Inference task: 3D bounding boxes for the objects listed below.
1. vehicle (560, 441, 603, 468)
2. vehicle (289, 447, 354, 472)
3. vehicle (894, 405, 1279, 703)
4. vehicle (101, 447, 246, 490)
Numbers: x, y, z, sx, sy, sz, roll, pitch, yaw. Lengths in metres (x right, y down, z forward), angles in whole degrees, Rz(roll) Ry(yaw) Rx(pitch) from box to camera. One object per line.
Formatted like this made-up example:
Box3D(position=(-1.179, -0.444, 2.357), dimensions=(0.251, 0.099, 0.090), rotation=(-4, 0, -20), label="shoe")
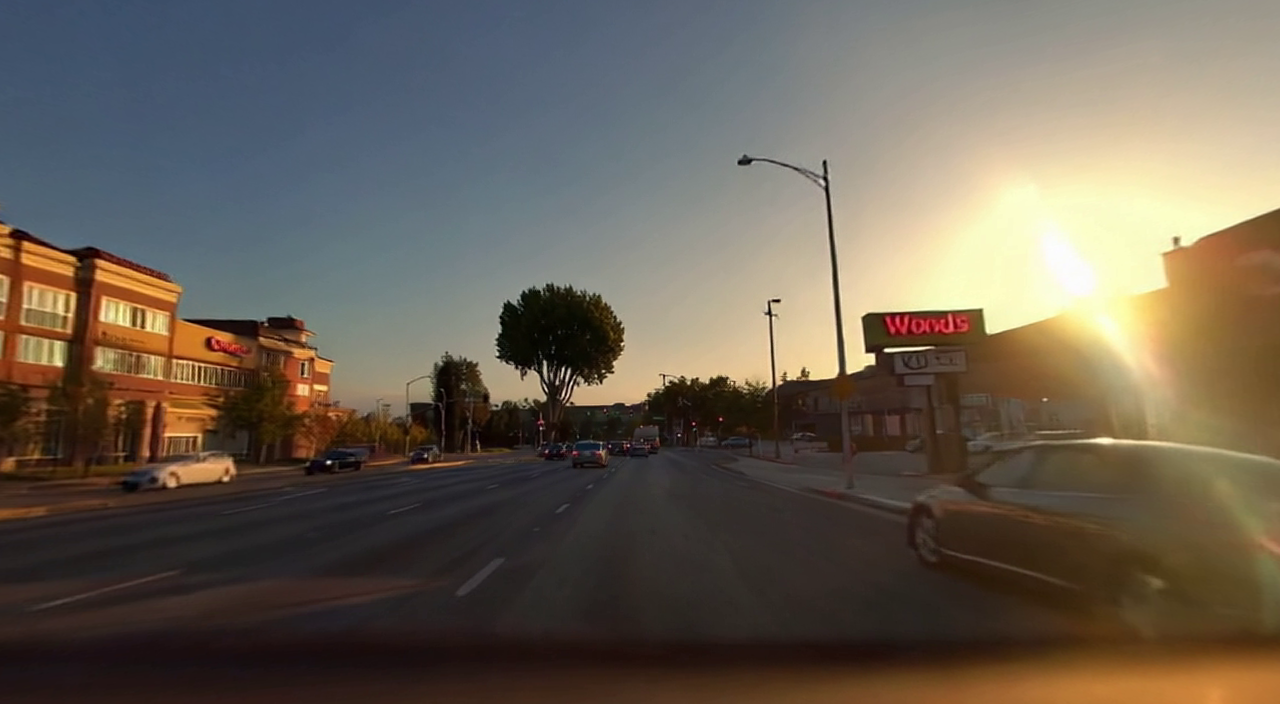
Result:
Box3D(position=(-3.429, 6.130, 37.845), dimensions=(2.179, 1.490, 4.742), rotation=(0, -9, 0), label="vehicle")
Box3D(position=(-20.548, 6.953, 40.963), dimensions=(1.818, 1.488, 4.344), rotation=(-1, -9, 3), label="vehicle")
Box3D(position=(4.006, 1.287, 4.875), dimensions=(2.085, 1.479, 4.633), rotation=(0, -9, -1), label="vehicle")
Box3D(position=(-18.270, 4.555, 25.101), dimensions=(2.151, 1.495, 4.703), rotation=(0, -9, 0), label="vehicle")
